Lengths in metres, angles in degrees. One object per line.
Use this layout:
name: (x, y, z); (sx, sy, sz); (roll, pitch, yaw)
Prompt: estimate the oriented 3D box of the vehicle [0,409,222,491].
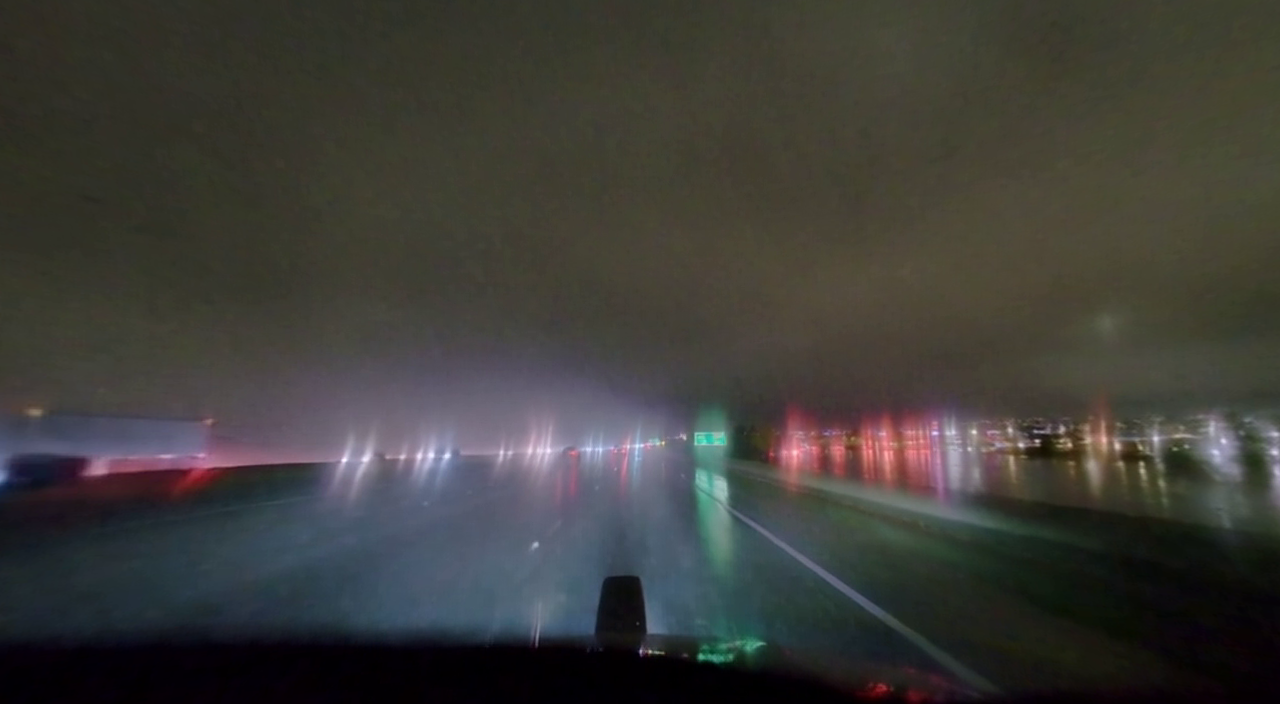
vehicle: (-28.147, 5.157, 33.364); (2.819, 3.437, 13.292); (0, -9, 0)
